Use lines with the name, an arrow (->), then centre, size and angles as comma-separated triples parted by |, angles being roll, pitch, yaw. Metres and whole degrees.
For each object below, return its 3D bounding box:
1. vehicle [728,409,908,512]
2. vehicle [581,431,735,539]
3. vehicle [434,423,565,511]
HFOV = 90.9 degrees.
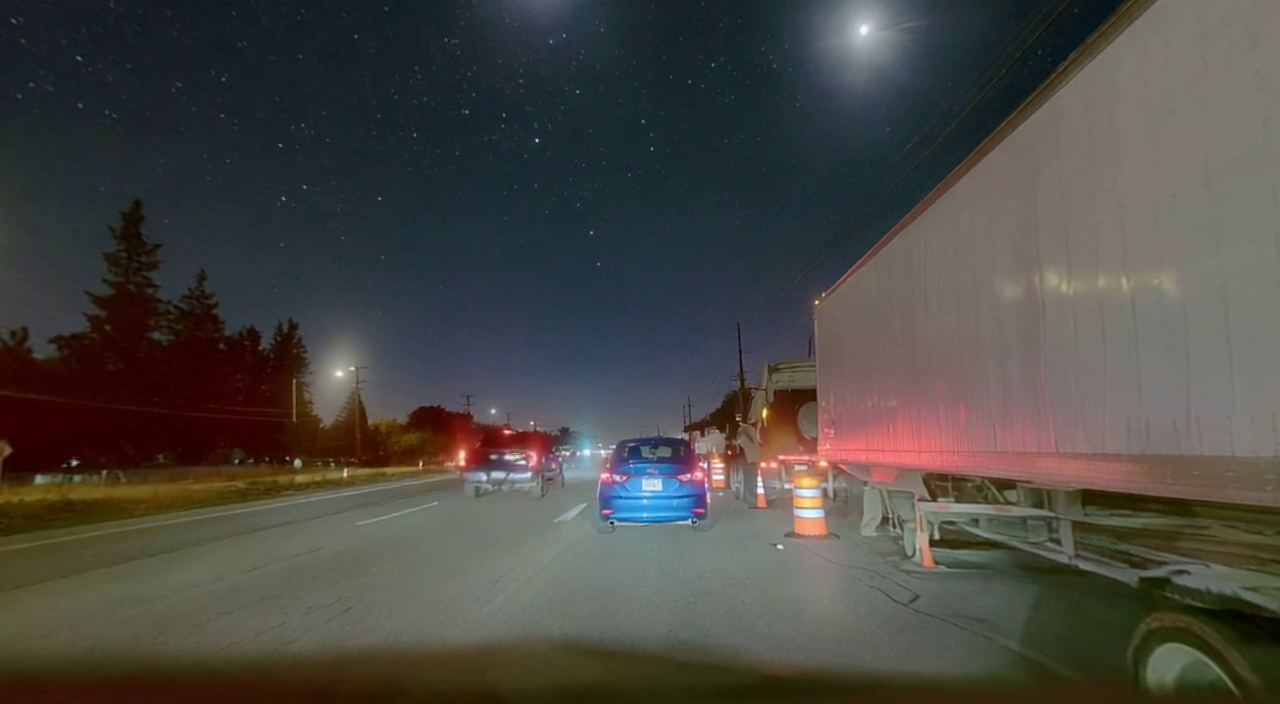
vehicle -> 3.916, 2.585, 15.510 | 2.555, 2.017, 6.201 | 0, -8, -1
vehicle -> 0.268, 2.170, 10.928 | 2.128, 1.473, 4.272 | 0, -8, 1
vehicle -> -3.054, 2.609, 14.727 | 1.989, 1.729, 4.184 | 0, -8, 1
